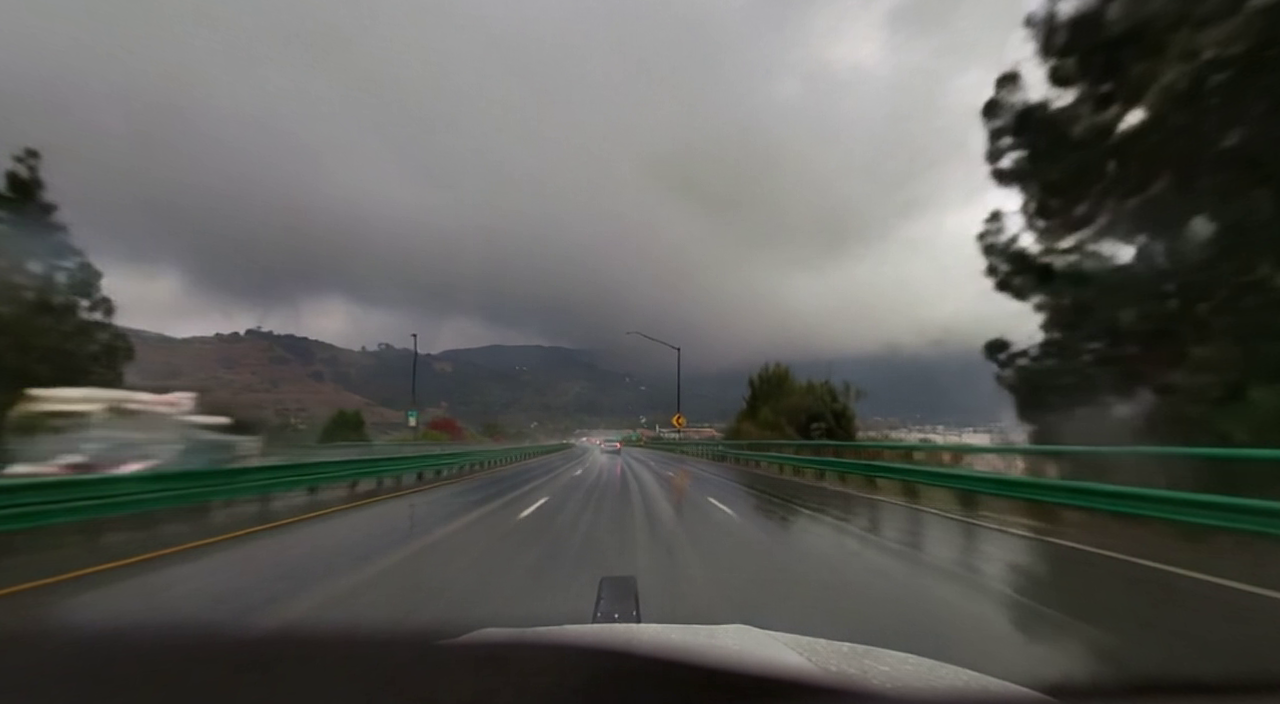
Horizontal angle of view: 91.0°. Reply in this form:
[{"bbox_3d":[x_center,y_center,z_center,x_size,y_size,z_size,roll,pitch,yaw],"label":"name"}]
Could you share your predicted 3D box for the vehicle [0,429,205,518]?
[{"bbox_3d":[-11.135,2.342,12.672,1.978,1.484,3.953,0,-8,-1],"label":"vehicle"}]
